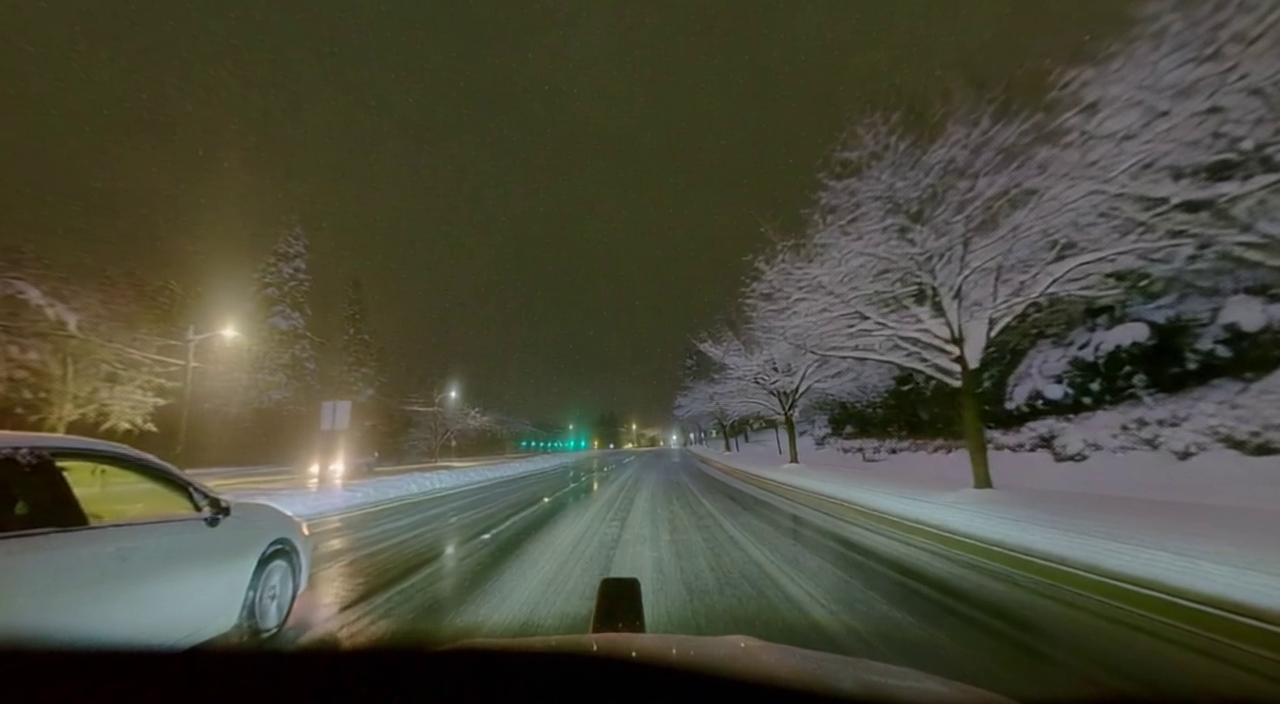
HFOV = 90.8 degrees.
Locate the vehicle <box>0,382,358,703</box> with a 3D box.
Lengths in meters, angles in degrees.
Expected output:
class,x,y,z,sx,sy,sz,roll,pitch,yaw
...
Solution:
class,x,y,z,sx,sy,sz,roll,pitch,yaw
vehicle,-3.265,0.987,2.969,1.915,1.521,4.283,0,-9,0
